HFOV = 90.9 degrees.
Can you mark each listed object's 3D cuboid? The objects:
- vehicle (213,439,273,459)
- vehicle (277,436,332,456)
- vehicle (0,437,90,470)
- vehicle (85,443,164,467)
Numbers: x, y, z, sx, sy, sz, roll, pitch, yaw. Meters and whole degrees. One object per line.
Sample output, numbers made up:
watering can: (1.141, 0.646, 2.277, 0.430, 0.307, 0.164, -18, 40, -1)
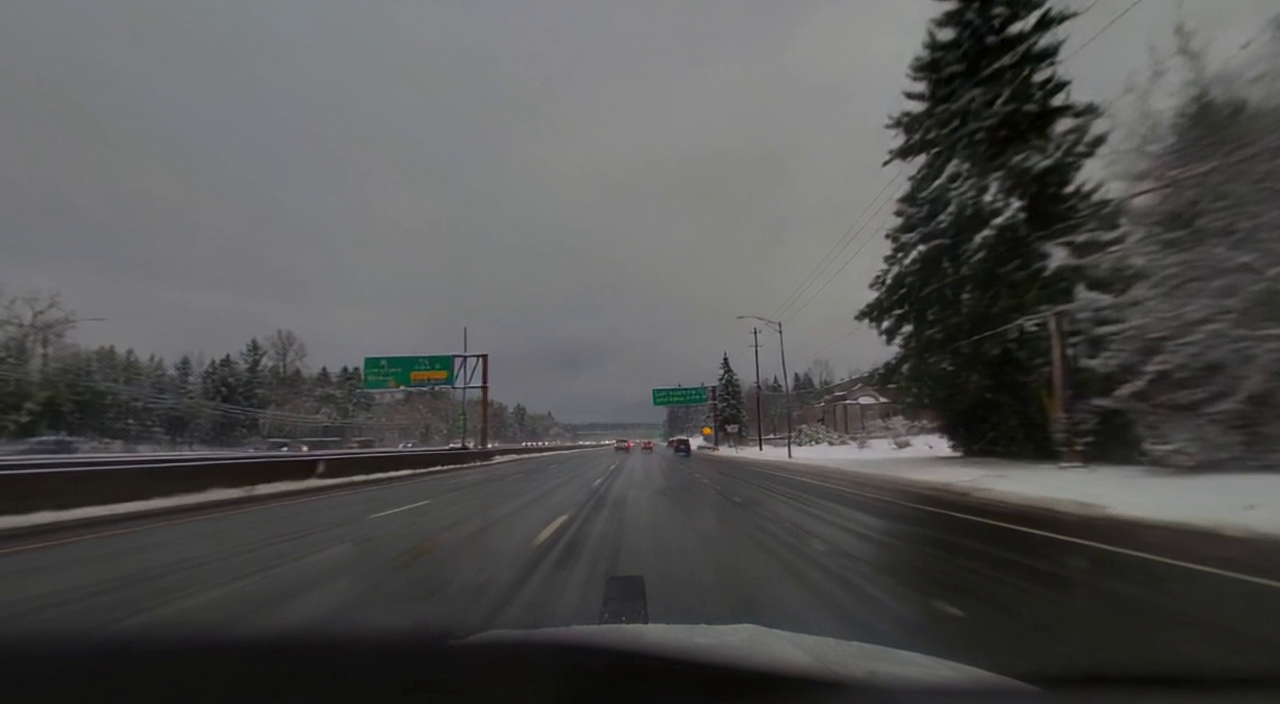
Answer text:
vehicle: (-30.213, 7.402, 48.167, 1.720, 1.480, 4.413, 0, -8, -1)
vehicle: (-26.119, 7.358, 49.253, 1.862, 1.458, 4.453, 0, -8, 0)
vehicle: (-30.280, 5.026, 31.391, 1.777, 1.476, 4.493, 0, -8, 0)
vehicle: (-33.630, 6.728, 41.301, 1.698, 1.446, 4.073, 0, -8, 0)
